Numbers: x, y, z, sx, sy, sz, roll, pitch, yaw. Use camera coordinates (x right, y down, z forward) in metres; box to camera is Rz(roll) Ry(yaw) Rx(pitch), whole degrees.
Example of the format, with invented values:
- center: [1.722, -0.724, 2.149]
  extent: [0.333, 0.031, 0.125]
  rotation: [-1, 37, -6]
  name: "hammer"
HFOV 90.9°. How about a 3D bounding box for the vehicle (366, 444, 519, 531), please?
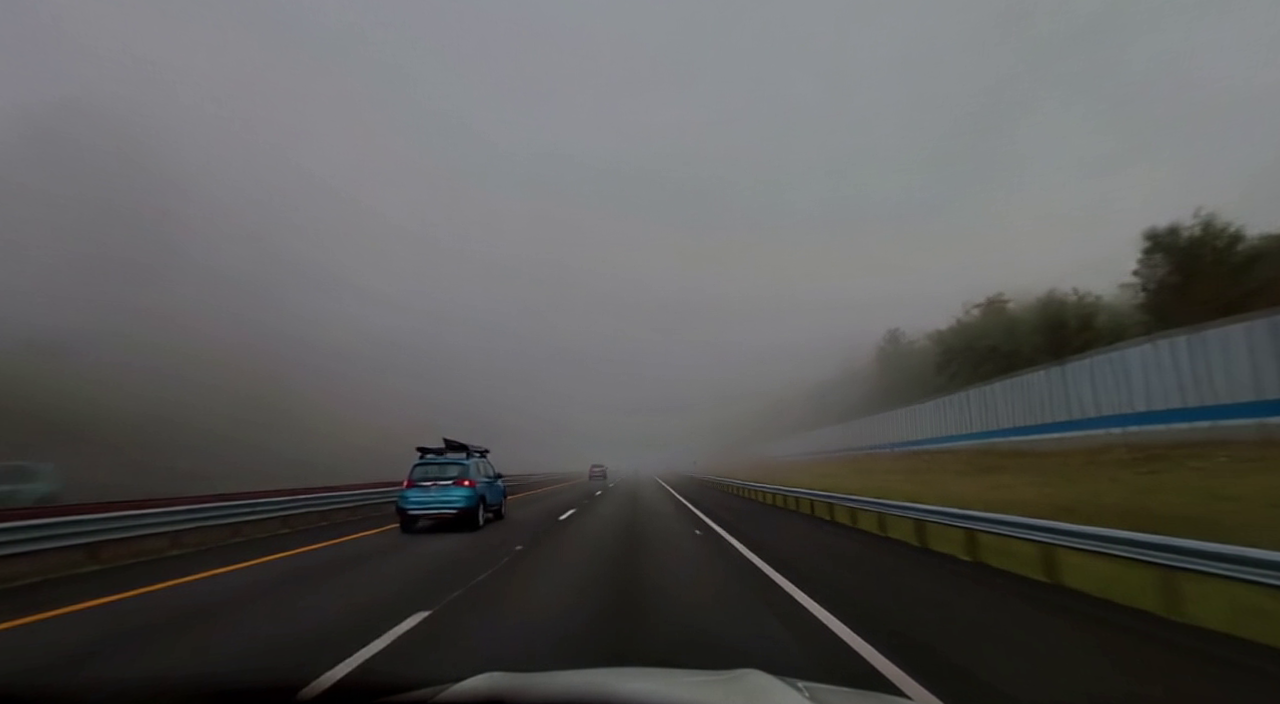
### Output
- center: [-4.254, 3.029, 14.422]
  extent: [2.022, 1.650, 4.331]
  rotation: [0, -10, 1]
  name: "vehicle"
